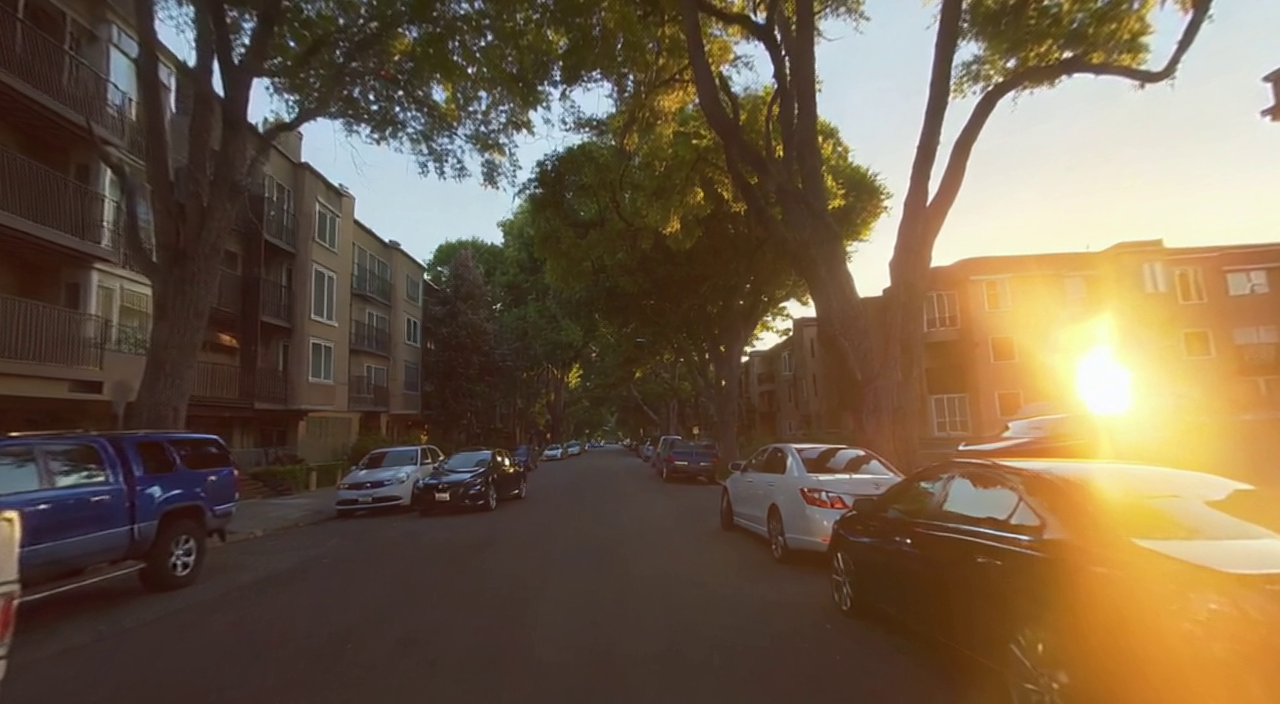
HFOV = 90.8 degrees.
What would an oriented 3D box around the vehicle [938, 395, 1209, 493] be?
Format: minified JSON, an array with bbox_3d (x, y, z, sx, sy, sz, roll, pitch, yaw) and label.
[{"bbox_3d":[9.316,2.037,13.911,4.416,1.784,1.929,-3,-10,-1],"label":"vehicle"}]

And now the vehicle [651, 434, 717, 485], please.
[{"bbox_3d":[1.501,3.898,23.204,1.878,1.664,4.033,1,-8,-4],"label":"vehicle"}]

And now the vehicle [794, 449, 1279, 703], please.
[{"bbox_3d":[2.387,1.262,3.708,1.720,1.333,4.233,0,-8,-3],"label":"vehicle"}]

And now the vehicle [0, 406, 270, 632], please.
[{"bbox_3d":[-6.591,1.636,6.409,2.308,1.877,6.060,-4,-8,-3],"label":"vehicle"}]

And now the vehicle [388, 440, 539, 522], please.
[{"bbox_3d":[-3.680,2.749,14.148,1.966,1.515,4.394,0,-8,2],"label":"vehicle"}]
